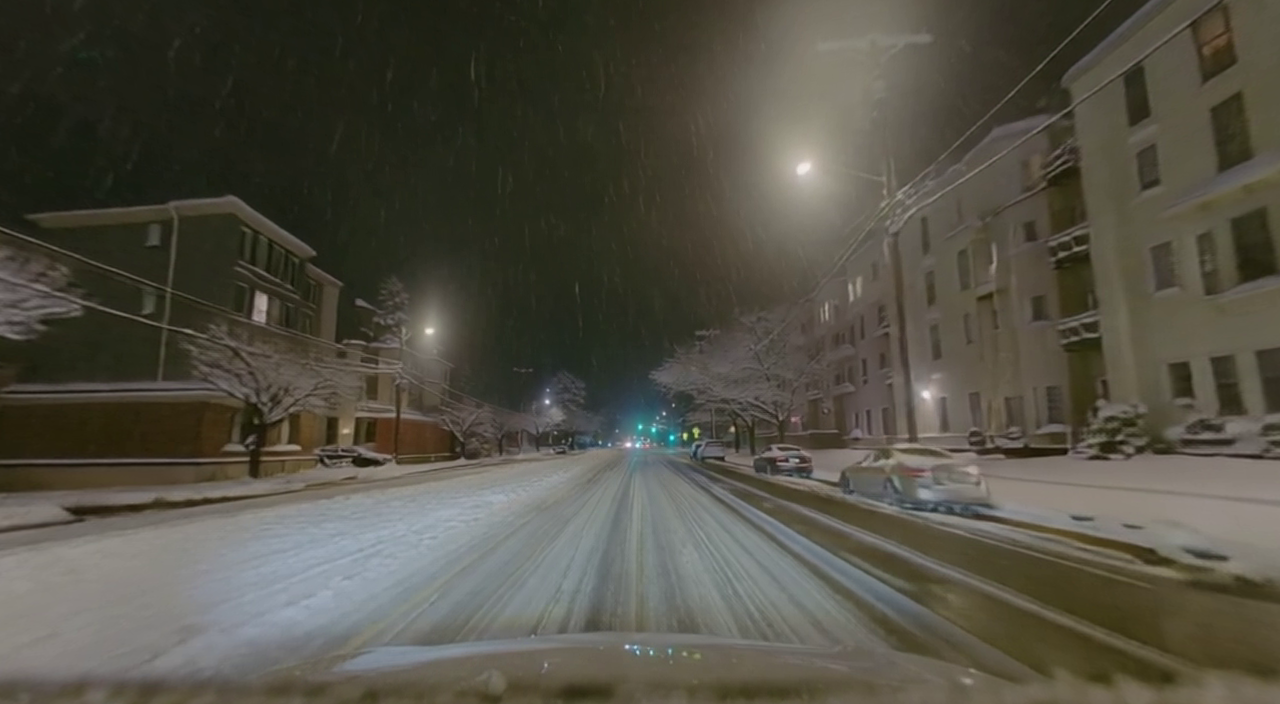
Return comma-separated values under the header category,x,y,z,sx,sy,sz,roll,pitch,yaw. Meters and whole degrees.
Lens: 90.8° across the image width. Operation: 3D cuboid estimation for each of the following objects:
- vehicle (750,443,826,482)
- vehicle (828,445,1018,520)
category,x,y,z,sx,sy,sz,roll,pitch,yaw
vehicle,6.099,4.590,26.661,1.944,1.478,4.885,0,-8,-1
vehicle,6.154,2.864,14.587,2.013,1.408,5.011,0,-8,-1
